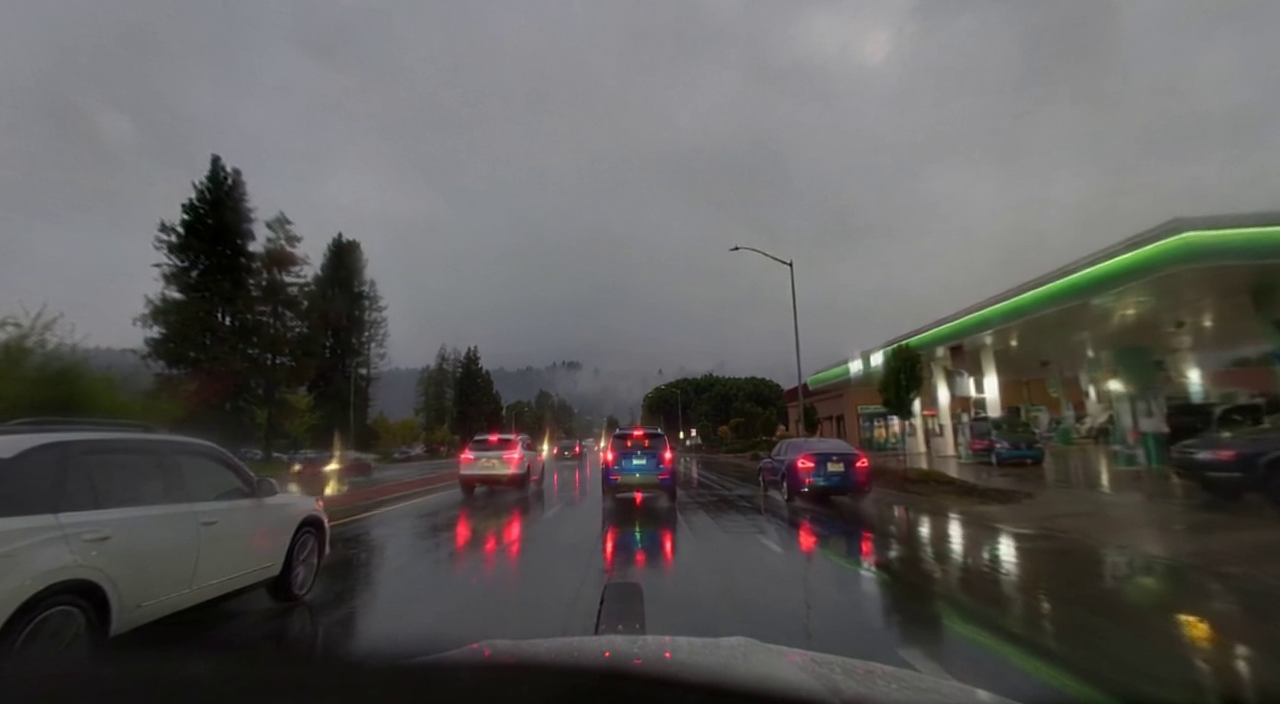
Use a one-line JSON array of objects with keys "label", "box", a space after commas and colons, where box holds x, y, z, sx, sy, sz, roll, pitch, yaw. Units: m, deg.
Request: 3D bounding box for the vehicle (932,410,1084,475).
[{"label": "vehicle", "box": [11.914, 3.007, 20.964, 2.102, 1.887, 4.673, 0, -8, -1]}]

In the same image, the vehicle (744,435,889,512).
[{"label": "vehicle", "box": [3.778, 2.670, 14.492, 1.888, 1.456, 4.589, 0, -8, -2]}]

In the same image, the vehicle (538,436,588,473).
[{"label": "vehicle", "box": [-3.618, 4.915, 30.444, 1.871, 1.673, 3.920, 0, -8, 1]}]

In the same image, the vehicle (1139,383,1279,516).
[{"label": "vehicle", "box": [11.611, 1.402, 9.580, 5.966, 1.991, 2.353, -10, -12, 41]}]

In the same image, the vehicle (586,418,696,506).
[{"label": "vehicle", "box": [0.006, 2.603, 15.275, 2.279, 1.803, 4.254, 0, -8, 0]}]

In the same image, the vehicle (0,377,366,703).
[{"label": "vehicle", "box": [-3.616, 1.125, 4.122, 1.864, 1.574, 4.031, 0, -8, -1]}]

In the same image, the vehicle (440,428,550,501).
[{"label": "vehicle", "box": [-3.727, 2.961, 17.021, 1.932, 1.695, 4.150, 0, -8, 1]}]
